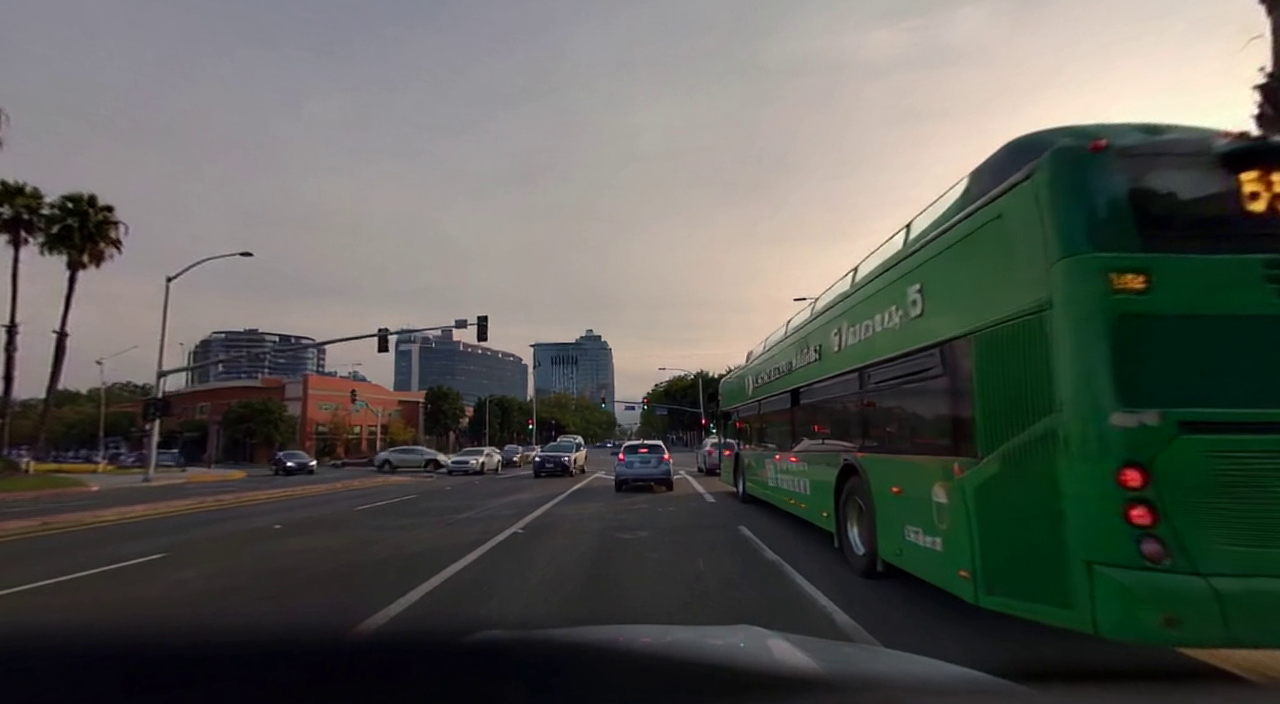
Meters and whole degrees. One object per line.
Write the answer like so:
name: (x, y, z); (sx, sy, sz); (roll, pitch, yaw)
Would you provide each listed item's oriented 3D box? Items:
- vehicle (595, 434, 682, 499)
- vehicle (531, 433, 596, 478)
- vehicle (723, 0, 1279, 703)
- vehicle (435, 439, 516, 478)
vehicle: (-0.018, 2.996, 16.854); (2.060, 1.499, 3.831); (0, -9, 1)
vehicle: (-3.138, 4.335, 26.741); (2.020, 1.721, 4.366); (-1, -9, 2)
vehicle: (3.588, 0.587, 9.519); (2.970, 4.015, 13.606); (0, -9, 1)
vehicle: (-6.791, 4.430, 26.629); (1.927, 1.480, 4.832); (-1, -9, 2)
